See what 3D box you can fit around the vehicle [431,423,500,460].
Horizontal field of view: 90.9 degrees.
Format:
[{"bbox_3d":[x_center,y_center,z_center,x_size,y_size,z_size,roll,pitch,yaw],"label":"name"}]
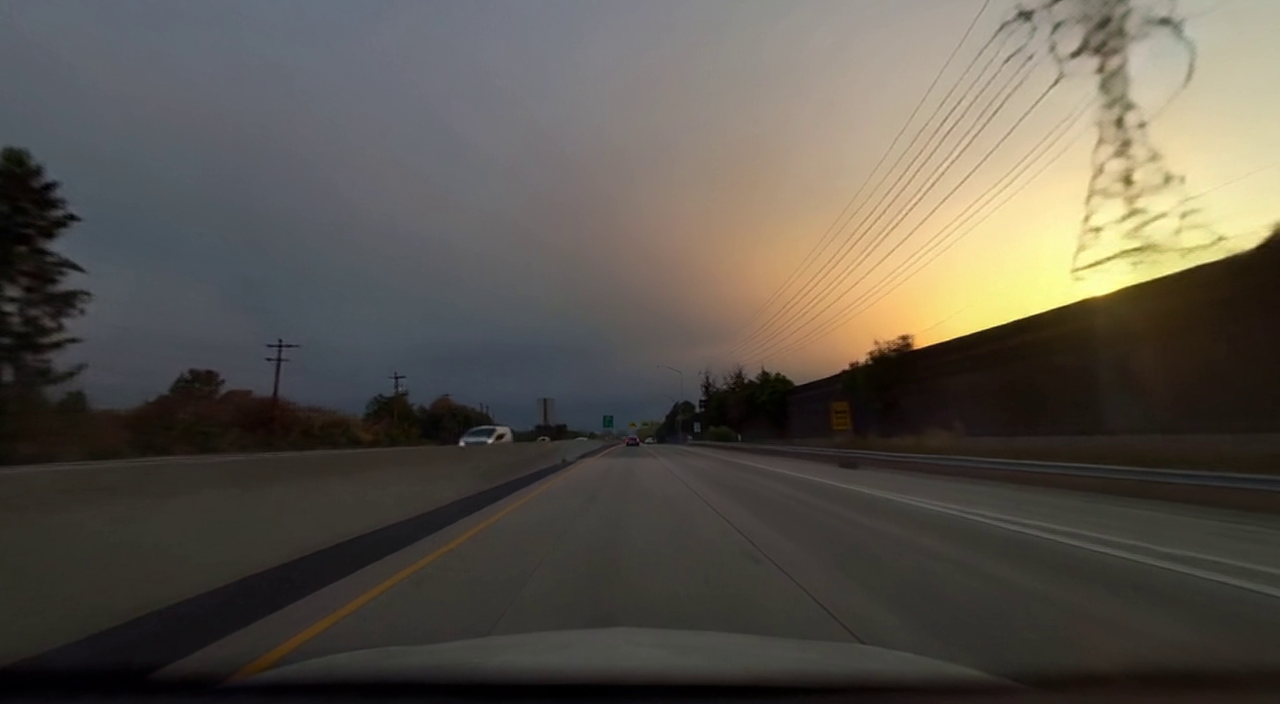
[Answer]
[{"bbox_3d":[-9.633,5.004,35.312,2.266,1.864,5.731,0,-8,0],"label":"vehicle"}]
